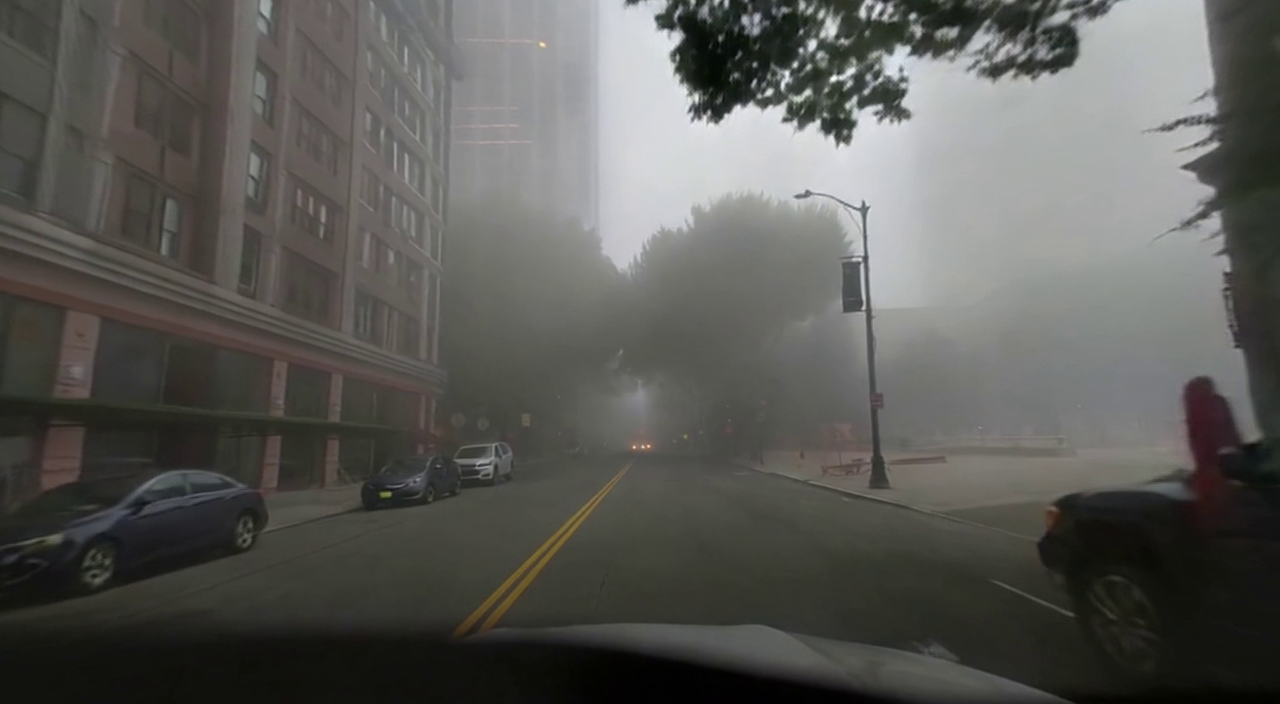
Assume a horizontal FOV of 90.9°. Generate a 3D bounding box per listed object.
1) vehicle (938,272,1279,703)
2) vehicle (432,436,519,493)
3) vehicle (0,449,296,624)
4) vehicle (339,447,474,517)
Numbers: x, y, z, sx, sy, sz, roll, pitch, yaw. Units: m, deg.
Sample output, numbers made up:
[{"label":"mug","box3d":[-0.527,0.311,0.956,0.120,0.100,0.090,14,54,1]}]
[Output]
[{"label":"vehicle","box3d":[3.880,0.616,2.196,2.568,2.001,5.999,-1,-8,-2]},{"label":"vehicle","box3d":[-6.508,4.452,25.513,2.273,1.871,4.920,-4,-8,-2]},{"label":"vehicle","box3d":[-6.657,2.120,8.090,2.110,1.498,4.555,-4,-8,-2]},{"label":"vehicle","box3d":[-6.657,3.698,18.606,2.270,1.539,4.855,-4,-8,-2]}]
